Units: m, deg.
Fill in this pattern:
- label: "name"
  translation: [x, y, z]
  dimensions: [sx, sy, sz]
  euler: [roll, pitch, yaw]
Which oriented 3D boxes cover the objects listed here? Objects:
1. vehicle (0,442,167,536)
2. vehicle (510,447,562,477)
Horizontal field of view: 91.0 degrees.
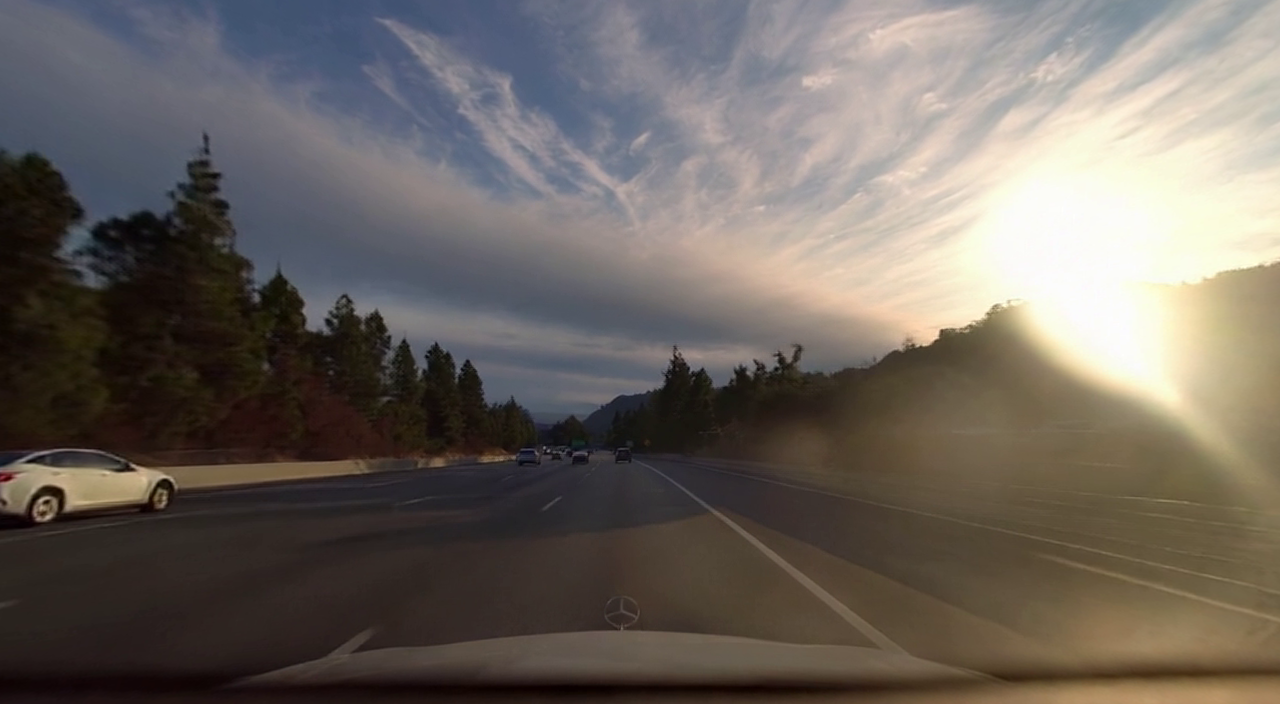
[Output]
- label: "vehicle"
  translation: [-11.235, 2.381, 11.263]
  dimensions: [1.960, 1.487, 4.593]
  euler: [0, -9, 0]
- label: "vehicle"
  translation: [-5.416, 5.767, 33.308]
  dimensions: [2.120, 1.458, 4.031]
  euler: [0, -9, -1]
